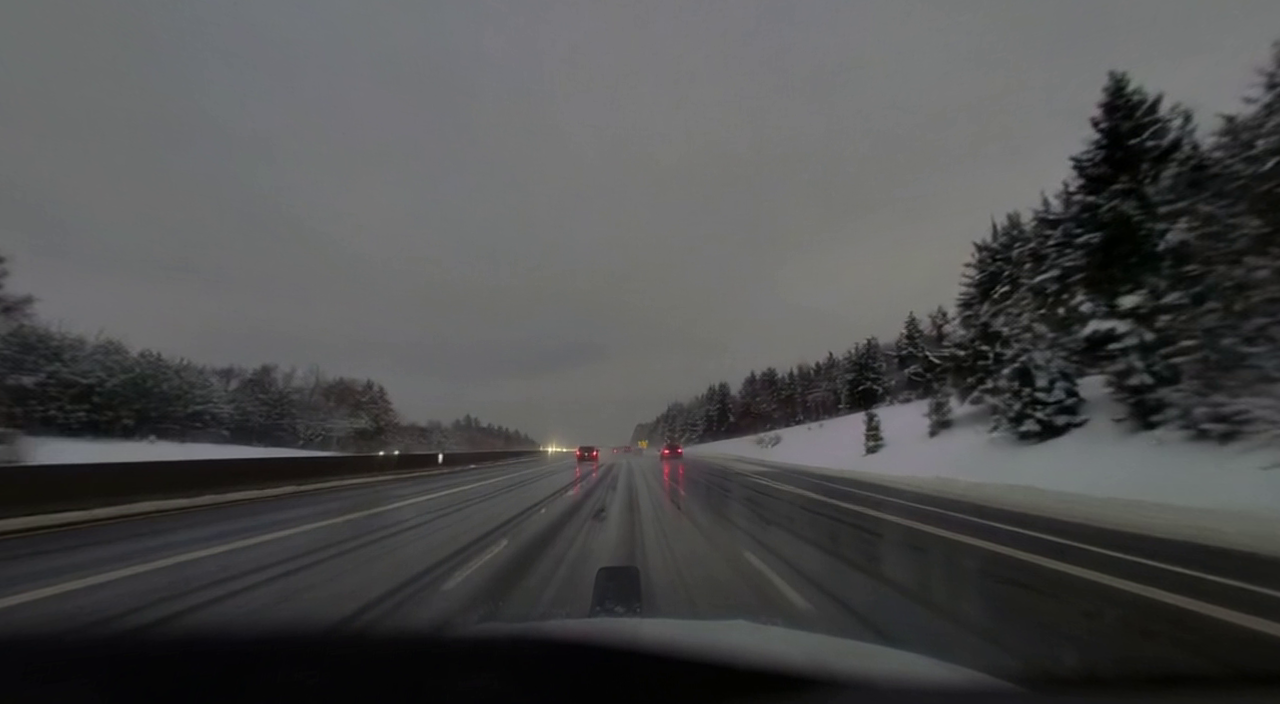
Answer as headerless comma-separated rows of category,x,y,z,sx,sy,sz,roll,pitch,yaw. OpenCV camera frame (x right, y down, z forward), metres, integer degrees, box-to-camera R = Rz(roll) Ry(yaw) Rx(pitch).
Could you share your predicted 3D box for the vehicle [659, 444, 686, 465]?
vehicle,2.469,7.991,48.948,1.895,1.555,4.030,0,-9,0
